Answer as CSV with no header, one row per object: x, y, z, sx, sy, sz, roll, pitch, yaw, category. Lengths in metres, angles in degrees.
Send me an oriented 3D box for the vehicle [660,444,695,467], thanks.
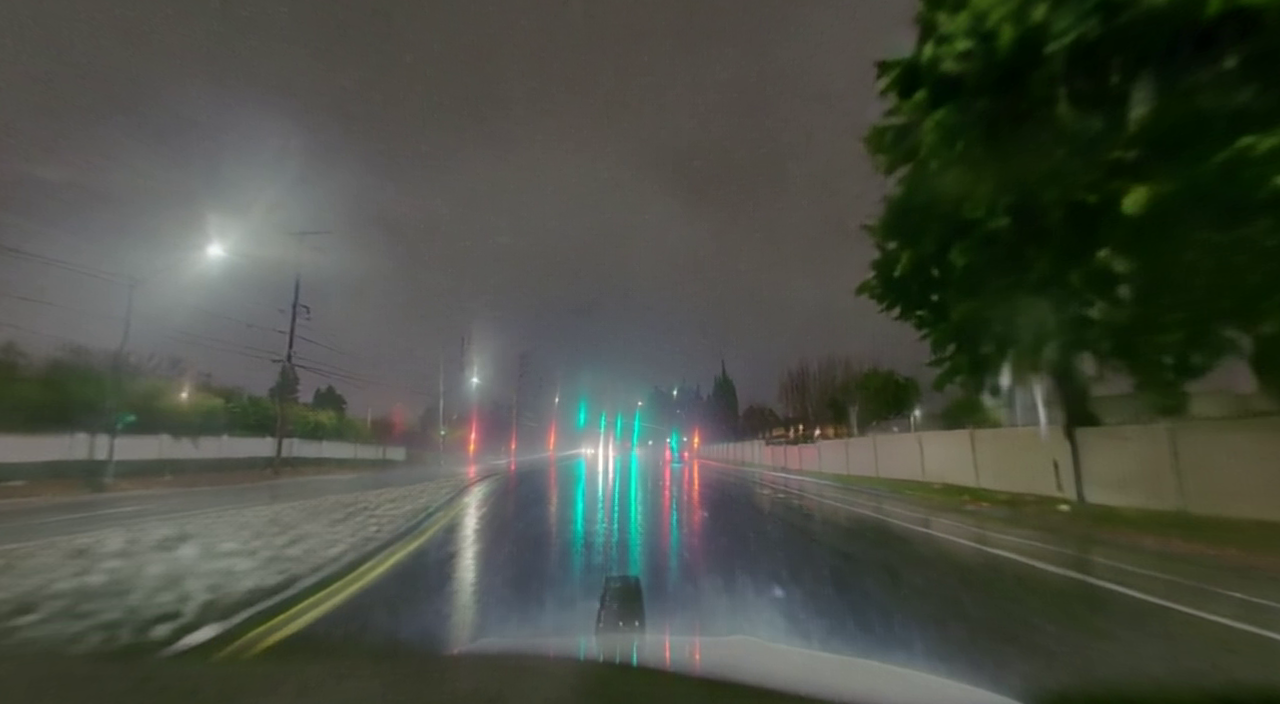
2.515,7.039,43.074,2.105,1.490,4.008,0,-9,-1,vehicle
